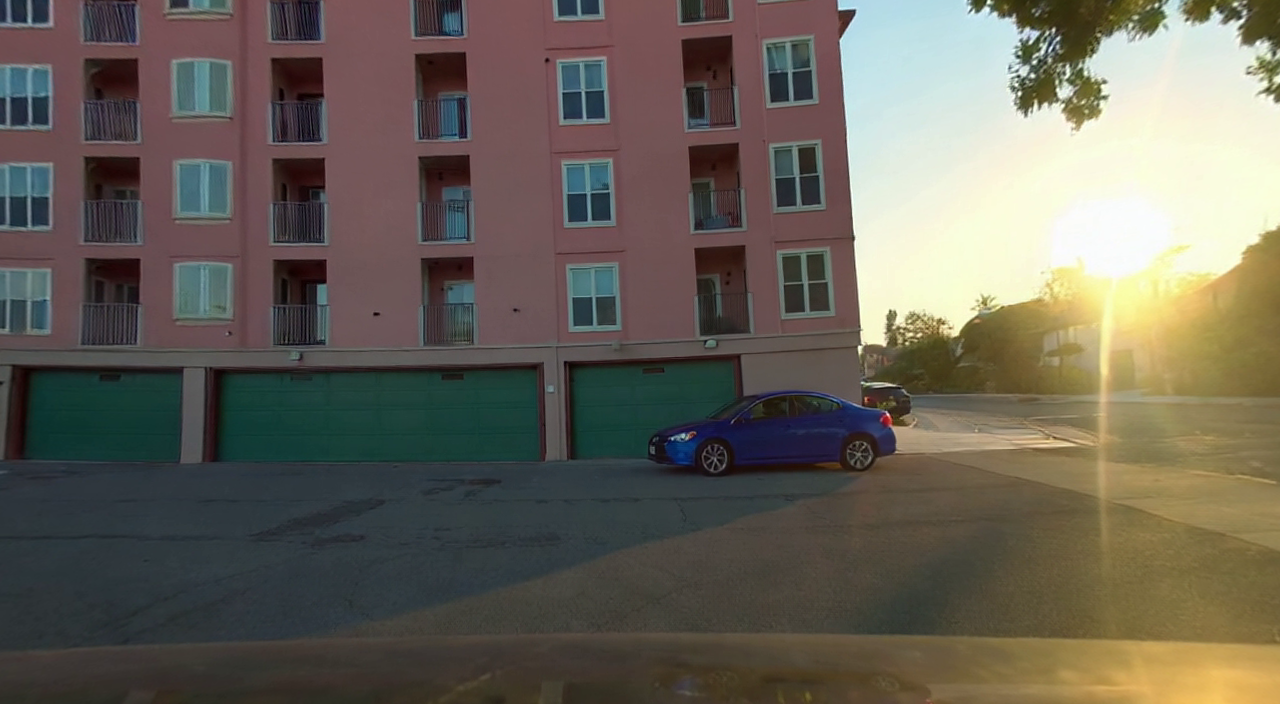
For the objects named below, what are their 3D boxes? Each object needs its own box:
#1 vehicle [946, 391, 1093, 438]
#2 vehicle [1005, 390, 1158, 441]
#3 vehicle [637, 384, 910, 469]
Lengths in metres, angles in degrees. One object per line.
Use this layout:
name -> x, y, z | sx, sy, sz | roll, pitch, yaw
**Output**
vehicle -> 15.047, 2.542, 25.239 | 4.438, 1.776, 2.182 | 0, -8, 0
vehicle -> 15.841, 2.322, 22.781 | 3.905, 1.475, 2.057 | -4, -7, -3
vehicle -> 2.296, 1.415, 11.834 | 4.697, 1.444, 1.825 | 0, -8, -1
